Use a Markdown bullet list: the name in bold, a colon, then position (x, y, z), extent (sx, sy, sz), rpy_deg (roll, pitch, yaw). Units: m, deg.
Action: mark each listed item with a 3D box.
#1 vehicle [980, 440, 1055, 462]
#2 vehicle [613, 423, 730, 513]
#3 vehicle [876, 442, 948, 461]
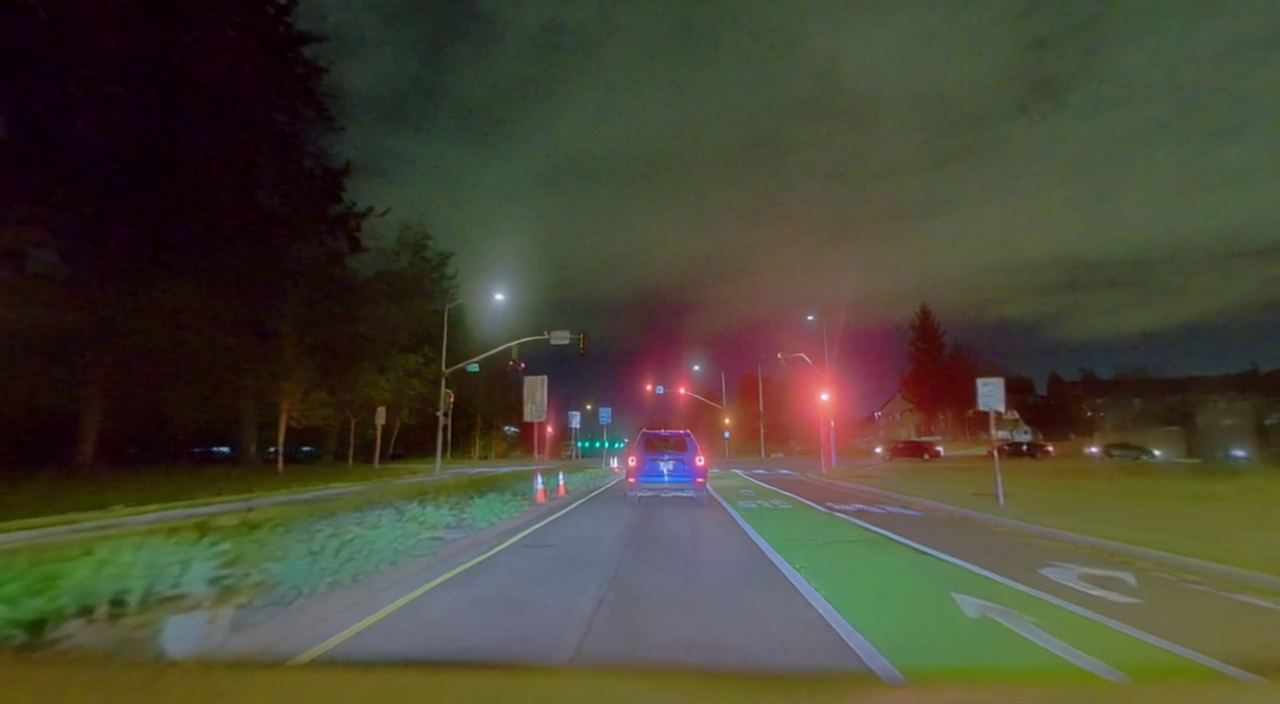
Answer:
- **vehicle**: position (28.164, 7.415, 47.229), extent (4.343, 1.518, 1.845), rpy_deg (0, -10, -1)
- **vehicle**: position (0.682, 2.675, 15.043), extent (2.339, 1.790, 4.629), rpy_deg (0, -9, 1)
- **vehicle**: position (20.346, 7.474, 47.334), extent (4.492, 1.422, 1.961), rpy_deg (0, -9, 1)
